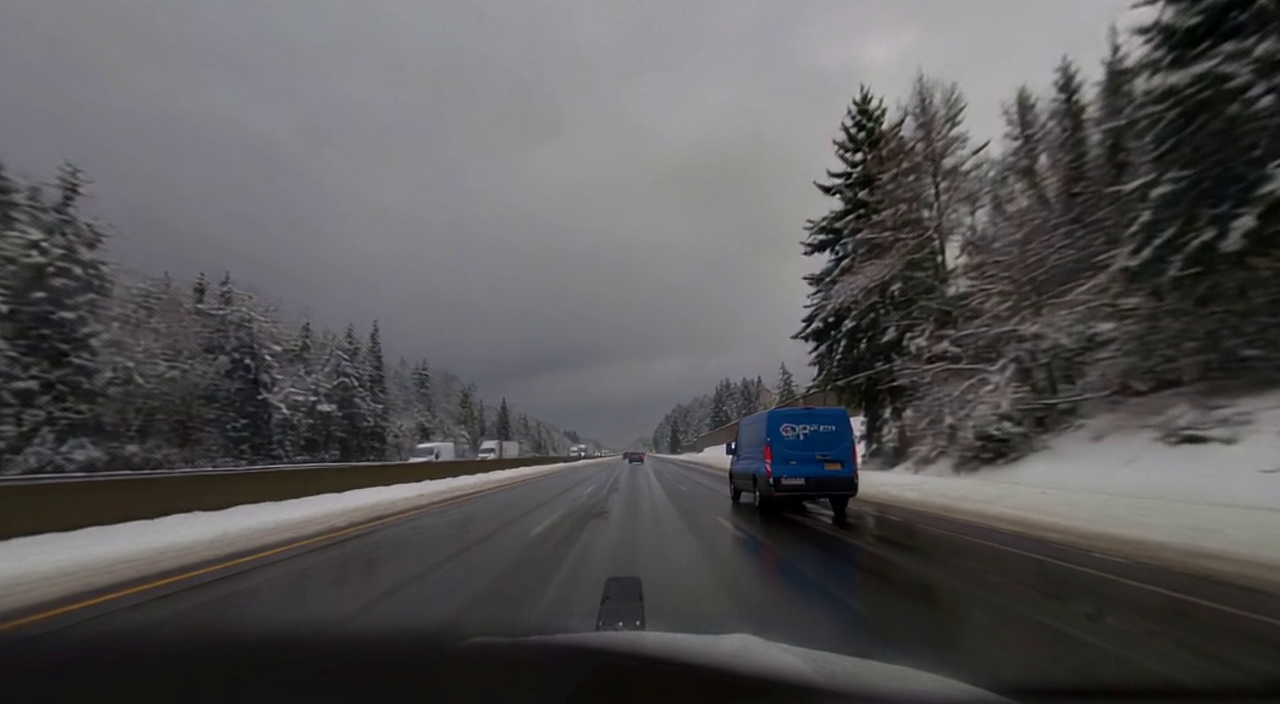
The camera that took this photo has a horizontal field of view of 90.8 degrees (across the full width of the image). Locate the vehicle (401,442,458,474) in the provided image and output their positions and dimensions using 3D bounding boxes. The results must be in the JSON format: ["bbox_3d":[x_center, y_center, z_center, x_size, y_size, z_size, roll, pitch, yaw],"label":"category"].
[{"bbox_3d":[-15.779,7.989,47.720,2.275,2.221,5.772,0,-9,0],"label":"vehicle"}]

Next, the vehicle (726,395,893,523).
[{"bbox_3d":[3.805,2.606,15.677,2.373,2.561,5.922,0,-9,-1],"label":"vehicle"}]

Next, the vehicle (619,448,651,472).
[{"bbox_3d":[-0.338,7.851,45.942,2.168,1.653,4.307,0,-9,0],"label":"vehicle"}]
